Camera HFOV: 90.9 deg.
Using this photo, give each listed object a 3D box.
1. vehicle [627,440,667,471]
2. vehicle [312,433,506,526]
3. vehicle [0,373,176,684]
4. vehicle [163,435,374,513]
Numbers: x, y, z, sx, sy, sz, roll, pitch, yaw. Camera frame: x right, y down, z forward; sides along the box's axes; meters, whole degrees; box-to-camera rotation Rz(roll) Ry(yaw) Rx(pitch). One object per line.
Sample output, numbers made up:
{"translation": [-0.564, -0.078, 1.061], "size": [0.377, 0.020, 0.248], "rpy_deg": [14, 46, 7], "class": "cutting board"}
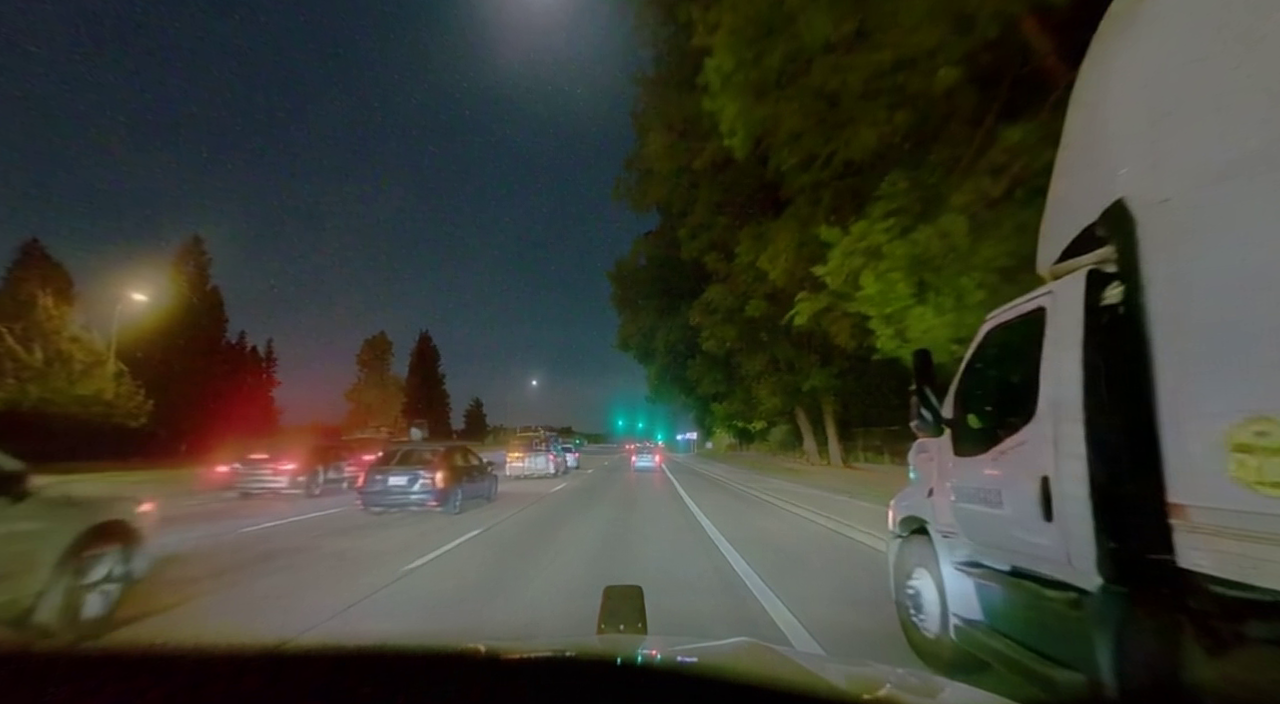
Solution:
{"translation": [0.362, 5.164, 31.644], "size": [1.875, 1.453, 3.888], "rpy_deg": [0, -8, 0], "class": "vehicle"}
{"translation": [-4.223, 2.388, 12.464], "size": [2.121, 1.485, 4.363], "rpy_deg": [0, -8, 1], "class": "vehicle"}
{"translation": [-4.619, 0.842, 2.508], "size": [2.042, 1.713, 4.493], "rpy_deg": [-1, -8, 1], "class": "vehicle"}
{"translation": [-8.339, 2.751, 14.872], "size": [1.893, 1.495, 4.974], "rpy_deg": [0, -8, 1], "class": "vehicle"}
